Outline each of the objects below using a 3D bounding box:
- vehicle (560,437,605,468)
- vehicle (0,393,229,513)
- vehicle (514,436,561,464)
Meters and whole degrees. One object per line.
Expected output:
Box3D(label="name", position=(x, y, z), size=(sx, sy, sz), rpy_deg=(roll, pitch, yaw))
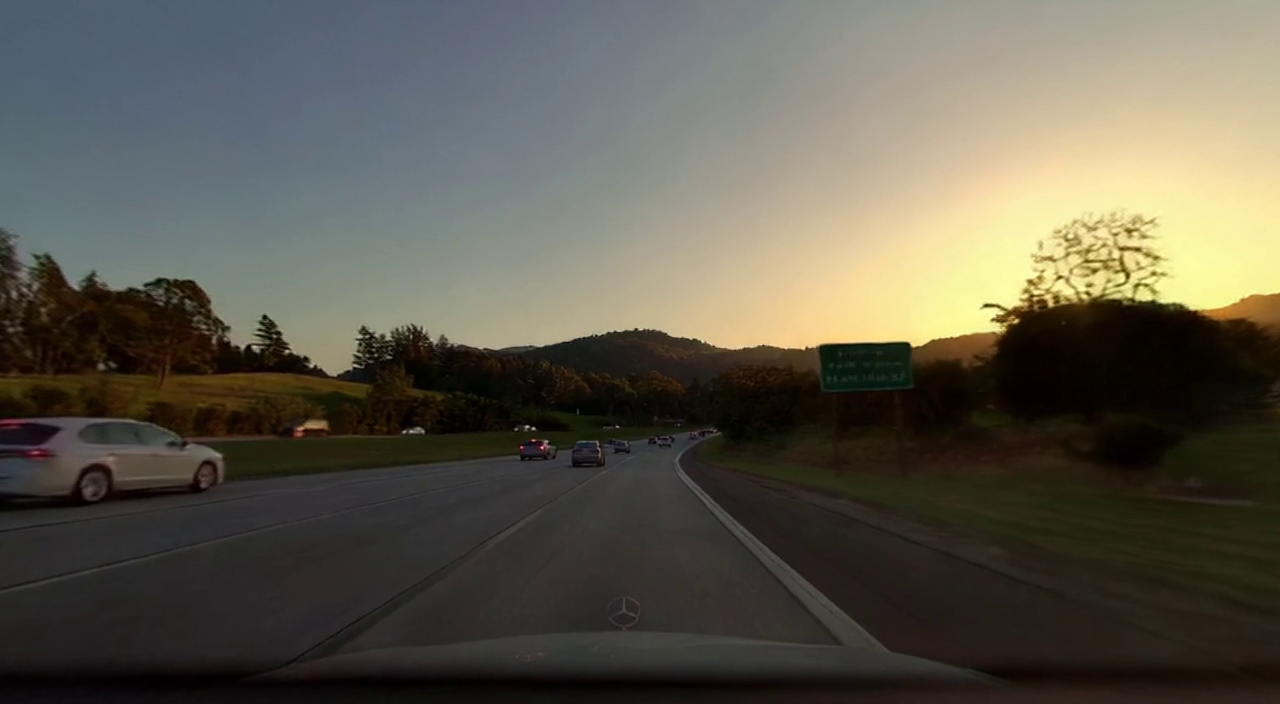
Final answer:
Box3D(label="vehicle", position=(-3.325, 5.954, 37.346), size=(2.035, 1.673, 4.469), rpy_deg=(0, -9, 3))
Box3D(label="vehicle", position=(-11.718, 2.095, 13.240), size=(2.264, 1.980, 5.574), rpy_deg=(0, -9, 1))
Box3D(label="vehicle", position=(-6.763, 6.524, 41.958), size=(2.108, 1.686, 4.556), rpy_deg=(0, -9, 3))
